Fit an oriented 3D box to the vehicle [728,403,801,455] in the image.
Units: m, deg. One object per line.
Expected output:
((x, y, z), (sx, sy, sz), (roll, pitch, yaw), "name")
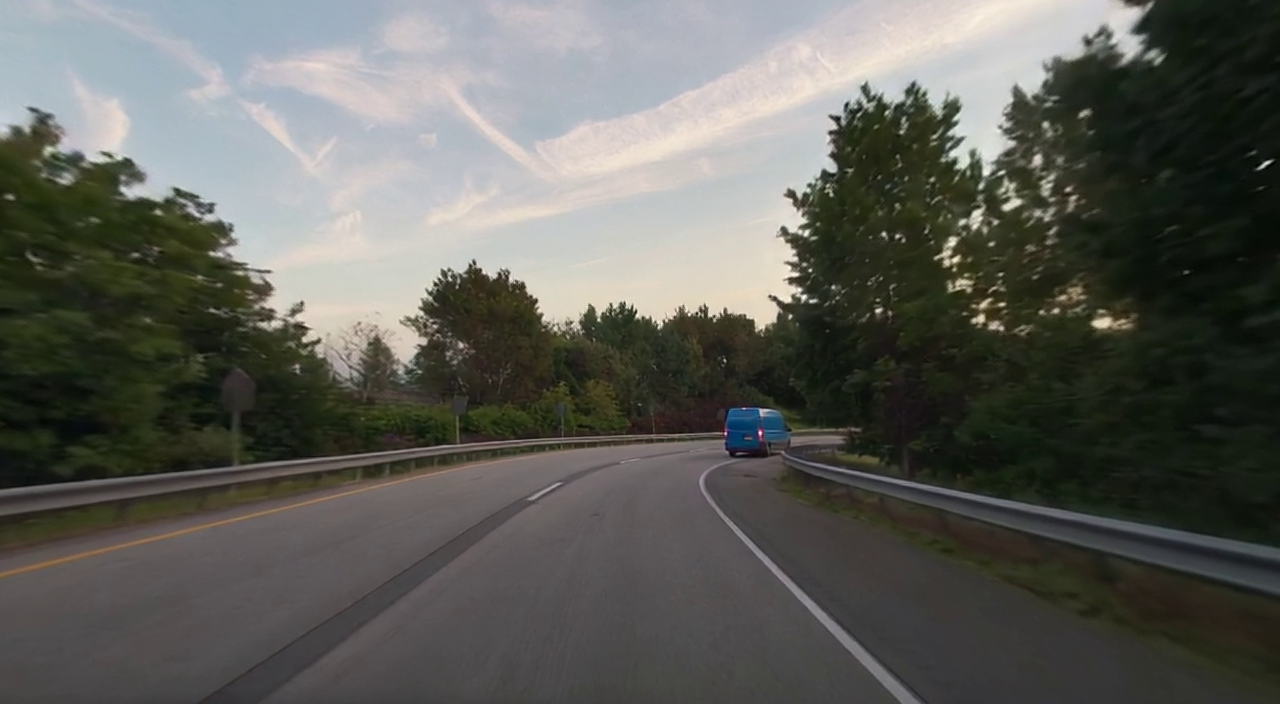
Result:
((6.898, 4.222, 34.474), (2.352, 2.577, 5.330), (-4, -9, 29), "vehicle")
